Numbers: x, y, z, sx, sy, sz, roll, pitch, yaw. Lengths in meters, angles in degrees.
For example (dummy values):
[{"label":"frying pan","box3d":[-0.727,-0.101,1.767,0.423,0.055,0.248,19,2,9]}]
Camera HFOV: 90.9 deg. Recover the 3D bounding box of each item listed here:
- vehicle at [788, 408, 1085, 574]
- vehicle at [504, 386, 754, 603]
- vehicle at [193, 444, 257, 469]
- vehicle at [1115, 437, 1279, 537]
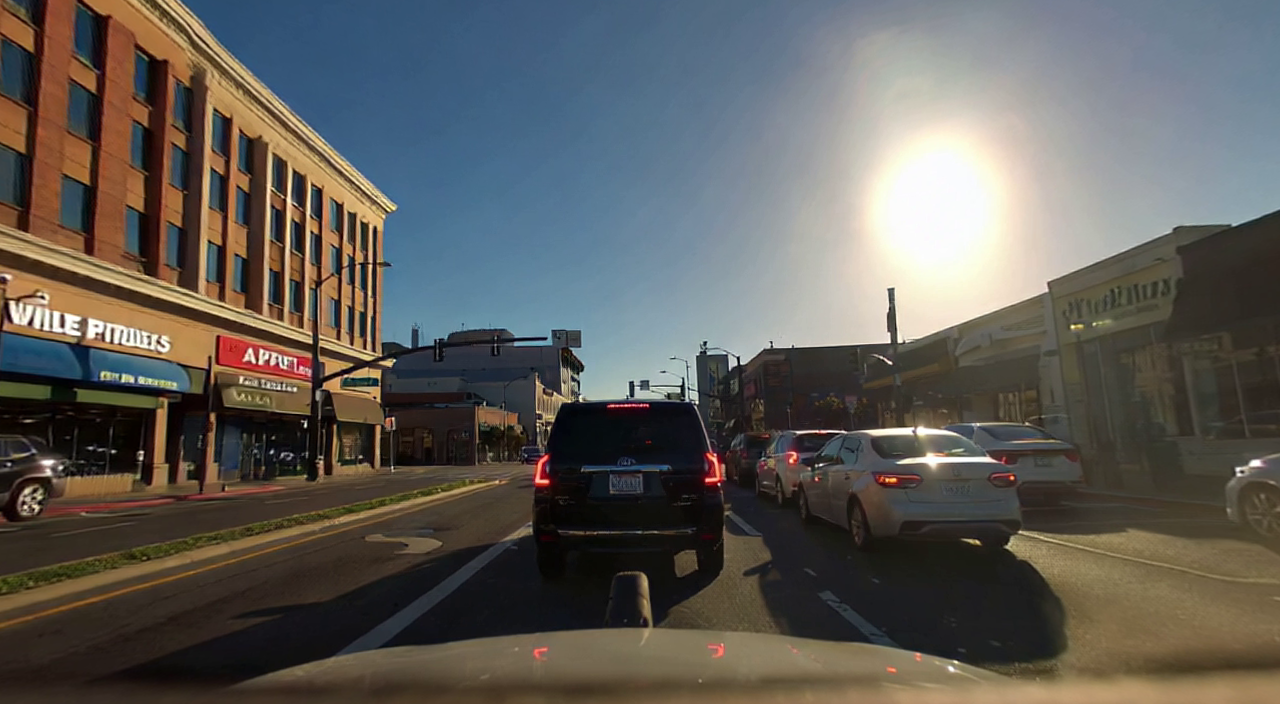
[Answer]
[{"label":"vehicle","box3d":[3.608,1.764,8.801,2.036,1.719,4.318,0,-8,0]},{"label":"vehicle","box3d":[-0.011,1.542,7.681,2.154,1.861,4.280,0,-8,3]},{"label":"vehicle","box3d":[-27.460,6.874,41.850,1.693,1.563,3.716,0,-8,0]},{"label":"vehicle","box3d":[10.383,2.131,10.248,1.815,1.468,4.534,0,-8,1]}]
